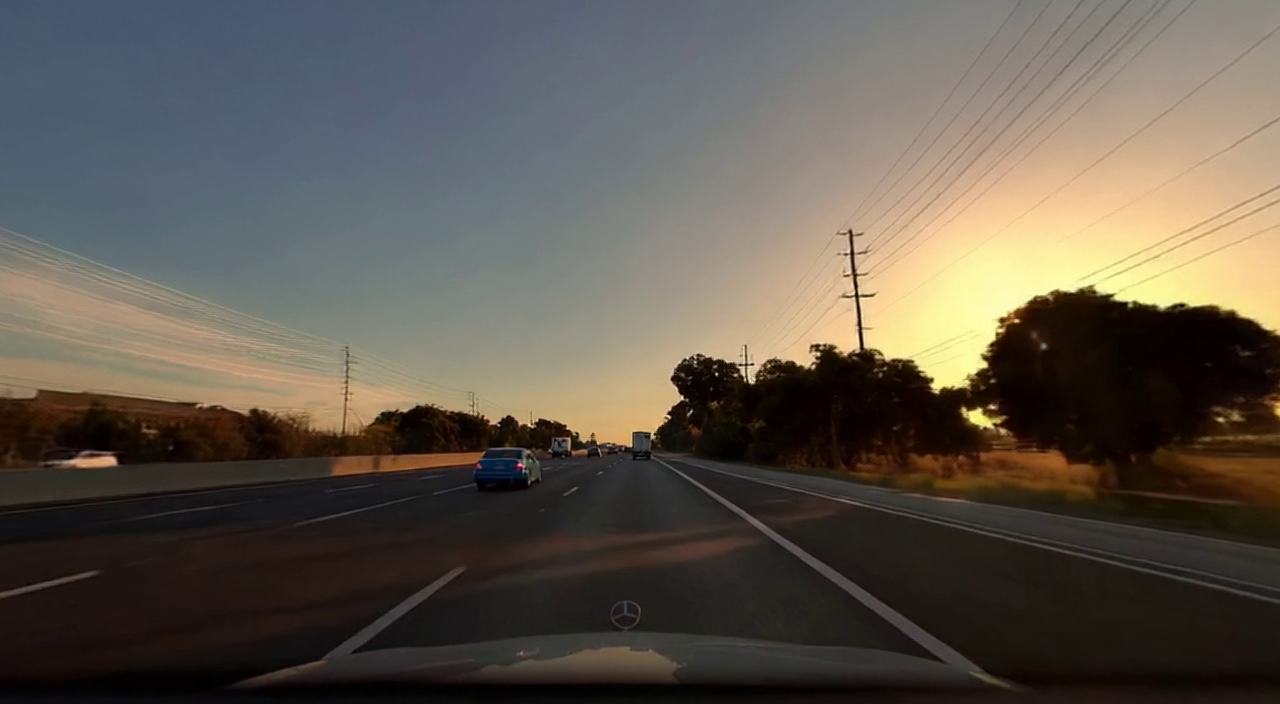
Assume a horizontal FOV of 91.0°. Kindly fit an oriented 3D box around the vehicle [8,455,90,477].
[{"bbox_3d":[-43.404,8.359,46.397,1.766,1.493,4.410,0,-9,0],"label":"vehicle"}]

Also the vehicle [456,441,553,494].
[{"bbox_3d":[-4.248,3.703,20.582,2.104,1.501,4.459,0,-9,1],"label":"vehicle"}]
